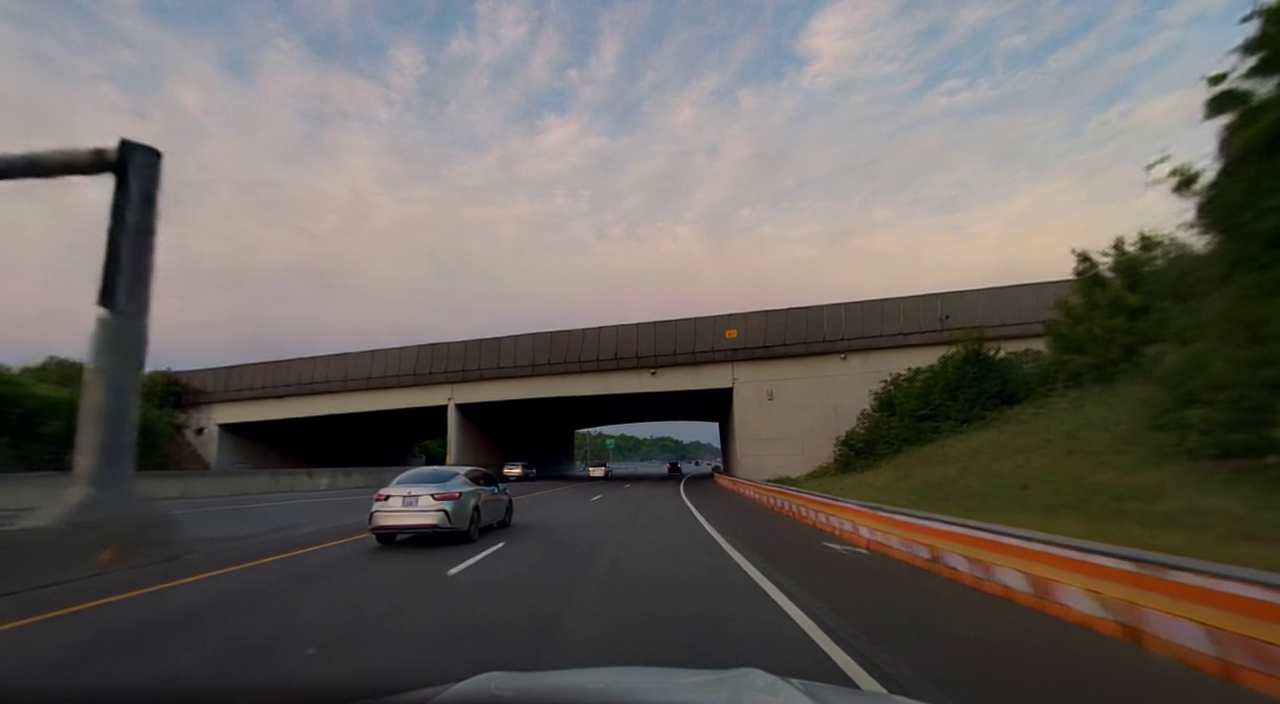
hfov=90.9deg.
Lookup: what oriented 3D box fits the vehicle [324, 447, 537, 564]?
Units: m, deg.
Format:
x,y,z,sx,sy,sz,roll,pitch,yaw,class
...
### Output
x,y,z,sx,sy,sz,roll,pitch,yaw,class
-3.041,2.331,10.089,1.992,1.466,3.690,0,-10,2,vehicle
